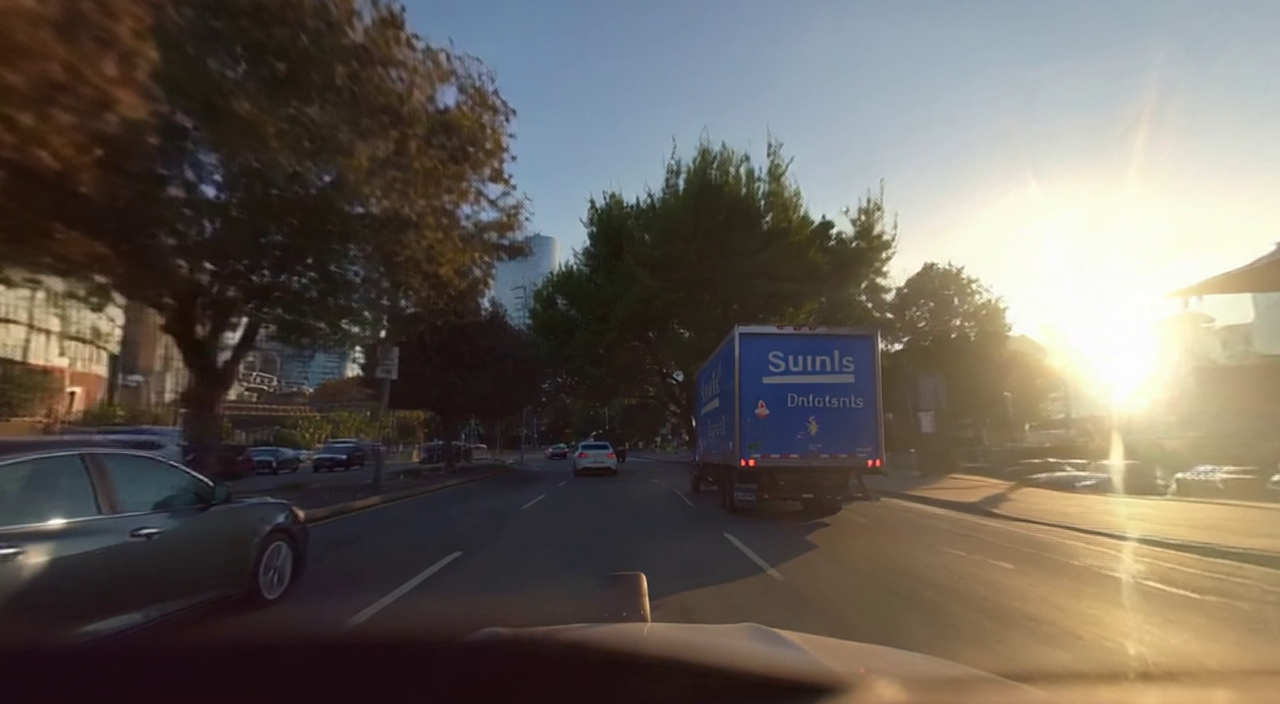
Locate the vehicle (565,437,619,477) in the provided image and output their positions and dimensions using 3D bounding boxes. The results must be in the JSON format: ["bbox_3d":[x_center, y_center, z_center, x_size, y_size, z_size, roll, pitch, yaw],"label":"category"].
[{"bbox_3d":[-2.438,5.124,30.957,2.388,1.811,4.455,1,-9,-7],"label":"vehicle"}]

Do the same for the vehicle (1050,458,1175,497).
[{"bbox_3d":[20.515,5.406,27.270,4.684,1.477,2.079,3,-9,-21],"label":"vehicle"}]

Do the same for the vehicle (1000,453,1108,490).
[{"bbox_3d":[19.647,5.606,29.761,4.581,1.612,2.083,4,-9,-25],"label":"vehicle"}]

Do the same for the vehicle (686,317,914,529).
[{"bbox_3d":[3.050,1.813,15.075,2.905,3.644,8.441,0,-9,-2],"label":"vehicle"}]

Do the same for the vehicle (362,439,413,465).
[{"bbox_3d":[-17.797,7.053,44.477,2.004,1.728,4.714,1,-9,-5],"label":"vehicle"}]

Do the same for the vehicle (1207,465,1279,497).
[{"bbox_3d":[35.042,7.308,35.845,4.494,1.612,2.043,4,-9,-22],"label":"vehicle"}]

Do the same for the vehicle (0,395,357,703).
[{"bbox_3d":[-3.568,1.098,3.621,1.828,1.515,4.422,0,-9,0],"label":"vehicle"}]
